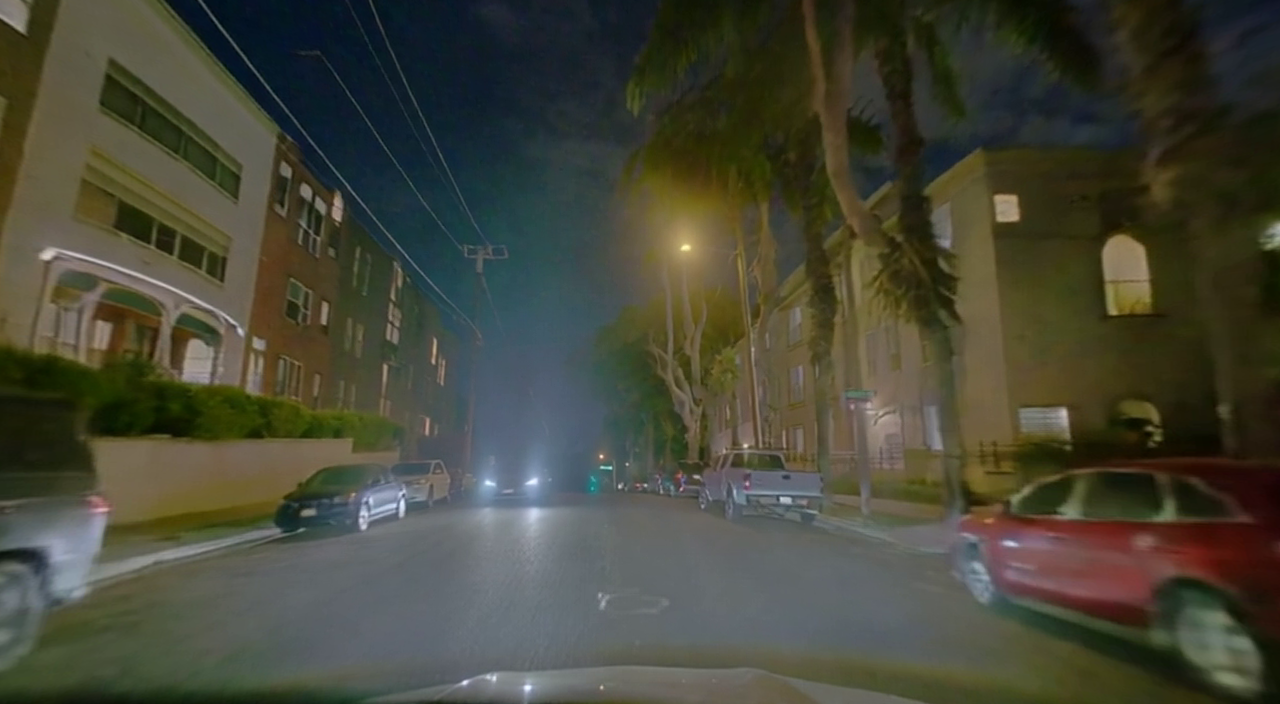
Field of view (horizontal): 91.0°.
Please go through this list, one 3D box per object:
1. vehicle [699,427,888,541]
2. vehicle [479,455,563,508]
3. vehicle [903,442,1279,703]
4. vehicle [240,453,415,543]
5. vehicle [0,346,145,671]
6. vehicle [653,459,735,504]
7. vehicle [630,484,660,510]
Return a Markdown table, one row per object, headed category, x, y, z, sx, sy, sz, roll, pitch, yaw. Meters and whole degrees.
| category | x | y | z | sx | sy | sz | roll | pitch | yaw |
| --- | --- | --- | --- | --- | --- | --- | --- | --- | --- |
| vehicle | 3.049 | 2.801 | 14.346 | 2.358 | 2.008 | 5.957 | 1 | -8 | -5 |
| vehicle | -3.832 | 4.259 | 21.125 | 2.060 | 1.483 | 4.574 | 0 | -8 | -2 |
| vehicle | 3.994 | 1.389 | 4.448 | 1.912 | 1.477 | 4.691 | 1 | -8 | -5 |
| vehicle | -6.360 | 2.945 | 13.474 | 1.889 | 1.499 | 4.468 | 1 | -8 | -7 |
| vehicle | -5.299 | 0.819 | 2.619 | 2.348 | 2.144 | 5.481 | 1 | -8 | -5 |
| vehicle | 1.979 | 5.002 | 24.728 | 2.212 | 1.476 | 4.678 | 1 | -8 | -8 |
| vehicle | 0.283 | 10.094 | 44.036 | 1.756 | 1.455 | 3.965 | 0 | -8 | -4 |
